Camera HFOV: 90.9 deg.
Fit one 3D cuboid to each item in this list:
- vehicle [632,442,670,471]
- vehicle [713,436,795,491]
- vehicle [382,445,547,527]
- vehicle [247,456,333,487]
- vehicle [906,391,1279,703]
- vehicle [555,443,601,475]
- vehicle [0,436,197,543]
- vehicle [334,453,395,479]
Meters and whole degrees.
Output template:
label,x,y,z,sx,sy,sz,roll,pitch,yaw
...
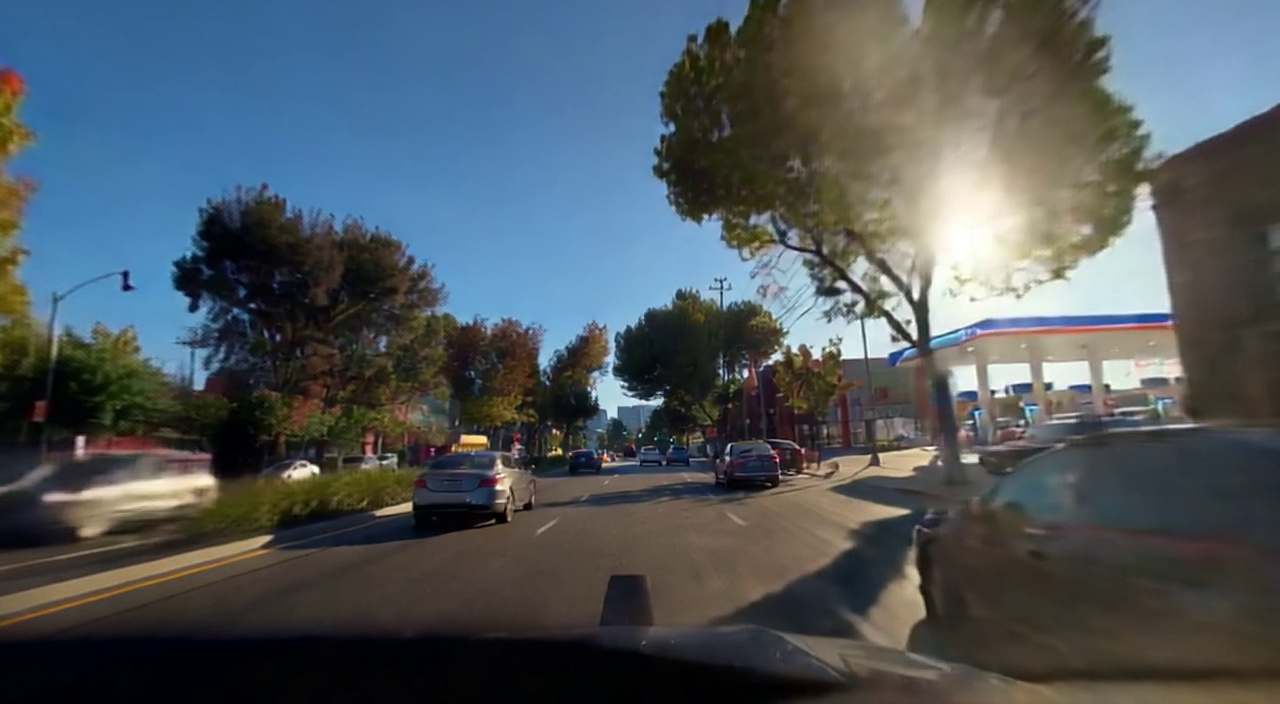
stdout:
label,x,y,z,sx,sy,sz,roll,pitch,yaw
vehicle,0.670,6.483,39.382,2.192,1.674,4.124,0,-8,1
vehicle,3.829,3.842,22.120,1.980,1.709,4.813,0,-8,0
vehicle,-3.298,2.592,12.872,2.013,1.354,4.393,0,-8,1
vehicle,-19.039,6.502,34.579,1.890,1.472,4.769,0,-8,1
vehicle,3.167,1.011,2.946,1.919,1.502,4.572,0,-8,1
vehicle,-3.310,5.776,34.232,1.988,1.645,3.995,0,-8,1
vehicle,-11.754,2.648,12.877,2.012,1.781,4.599,0,-8,0
vehicle,-18.524,7.649,42.616,1.947,1.616,4.638,0,-8,1
